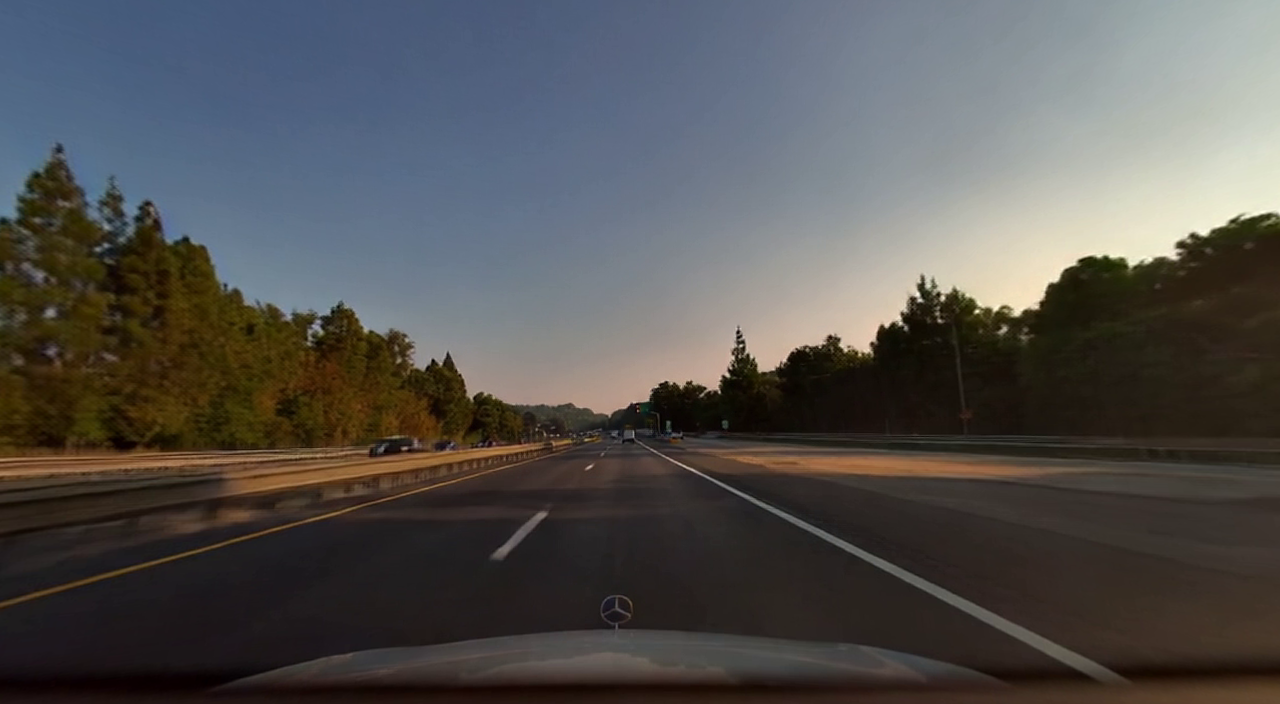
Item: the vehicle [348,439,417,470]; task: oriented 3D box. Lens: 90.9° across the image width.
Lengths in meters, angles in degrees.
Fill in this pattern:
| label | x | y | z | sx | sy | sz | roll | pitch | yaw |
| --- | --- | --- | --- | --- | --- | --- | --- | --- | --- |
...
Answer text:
| label | x | y | z | sx | sy | sz | roll | pitch | yaw |
| --- | --- | --- | --- | --- | --- | --- | --- | --- | --- |
| vehicle | -13.243 | 5.260 | 32.661 | 1.873 | 1.455 | 4.199 | 0 | -8 | -1 |
